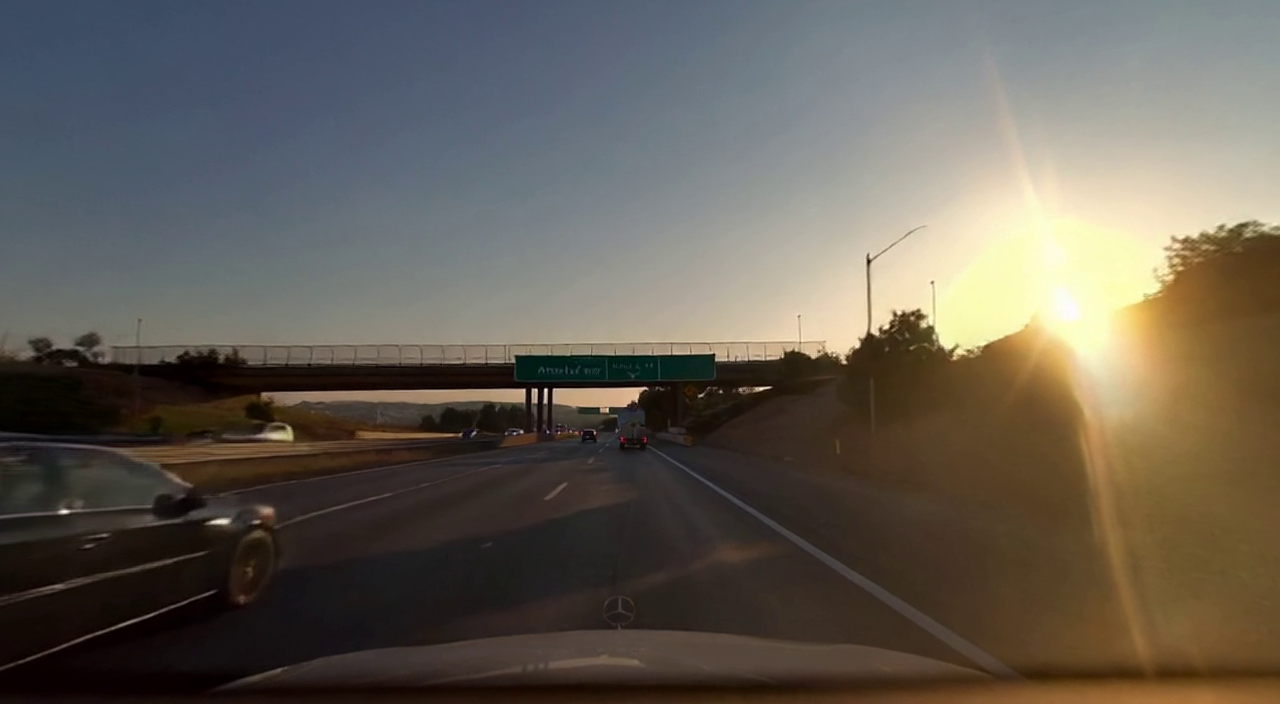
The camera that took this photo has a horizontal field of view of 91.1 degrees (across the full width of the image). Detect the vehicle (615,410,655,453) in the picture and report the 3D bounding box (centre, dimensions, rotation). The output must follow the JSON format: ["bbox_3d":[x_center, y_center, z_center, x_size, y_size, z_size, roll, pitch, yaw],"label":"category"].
[{"bbox_3d":[-0.445,5.537,43.690,2.418,2.704,6.445,0,-8,-3],"label":"vehicle"}]

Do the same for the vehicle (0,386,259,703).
[{"bbox_3d":[-3.591,0.858,2.256,1.955,1.508,3.996,0,-8,-1],"label":"vehicle"}]
